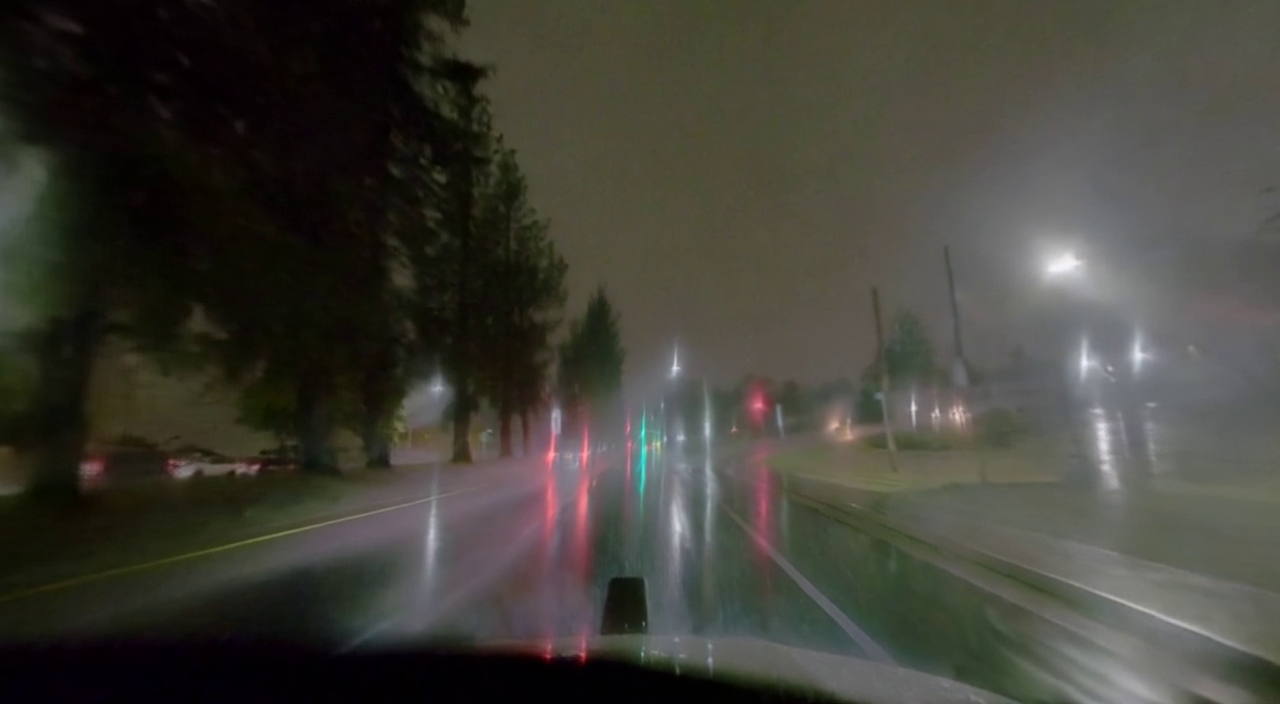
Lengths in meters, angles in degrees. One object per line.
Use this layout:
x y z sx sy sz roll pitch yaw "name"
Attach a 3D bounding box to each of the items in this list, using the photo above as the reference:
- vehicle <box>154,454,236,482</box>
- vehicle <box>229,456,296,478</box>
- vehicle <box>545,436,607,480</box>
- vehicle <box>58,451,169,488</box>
-29.019 7.555 41.308 1.845 1.513 4.993 -6 -9 0 "vehicle"
-28.457 8.631 47.703 1.866 1.479 4.731 0 -9 3 "vehicle"
-2.632 4.501 27.058 2.016 1.694 4.335 0 -9 2 "vehicle"
-29.123 6.460 35.095 1.968 1.821 4.810 -1 -9 1 "vehicle"
